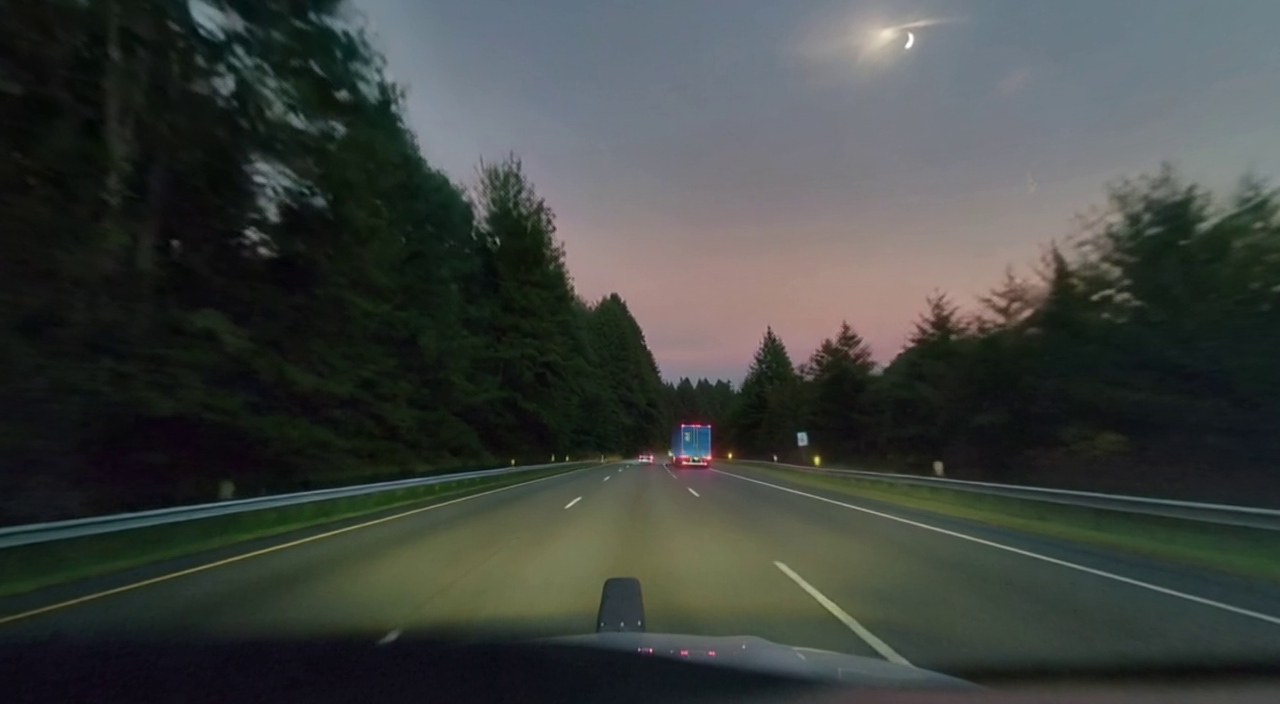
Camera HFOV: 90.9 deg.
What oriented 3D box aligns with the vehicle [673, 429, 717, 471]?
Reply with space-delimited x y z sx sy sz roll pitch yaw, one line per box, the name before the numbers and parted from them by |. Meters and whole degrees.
vehicle | 3.908 7.191 46.166 2.572 2.795 5.978 0 -9 -1
